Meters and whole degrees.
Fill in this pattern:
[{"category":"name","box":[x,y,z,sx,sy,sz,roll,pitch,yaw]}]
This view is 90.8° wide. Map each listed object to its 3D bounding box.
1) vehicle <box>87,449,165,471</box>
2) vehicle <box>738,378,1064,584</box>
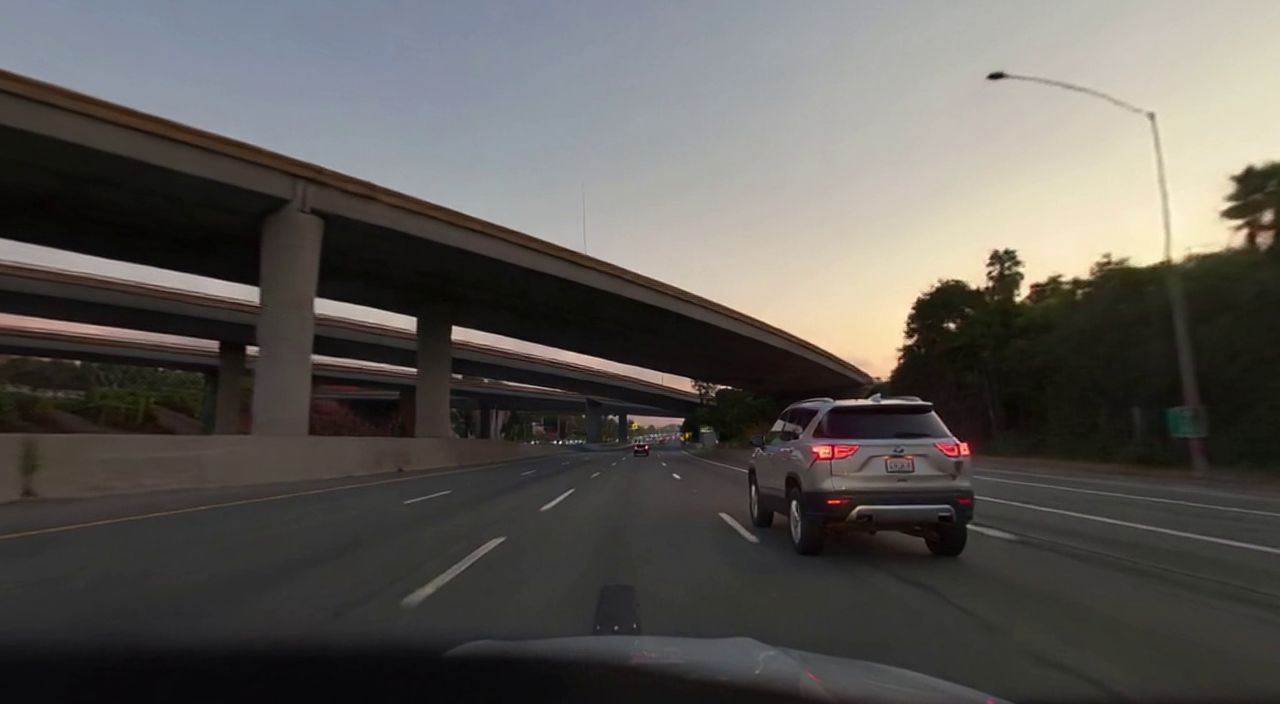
[{"category":"vehicle","box":[-38.179,8.026,47.099,1.831,1.480,4.817,0,-9,-2]},{"category":"vehicle","box":[2.869,1.588,8.539,2.155,1.918,4.945,0,-9,-1]}]
